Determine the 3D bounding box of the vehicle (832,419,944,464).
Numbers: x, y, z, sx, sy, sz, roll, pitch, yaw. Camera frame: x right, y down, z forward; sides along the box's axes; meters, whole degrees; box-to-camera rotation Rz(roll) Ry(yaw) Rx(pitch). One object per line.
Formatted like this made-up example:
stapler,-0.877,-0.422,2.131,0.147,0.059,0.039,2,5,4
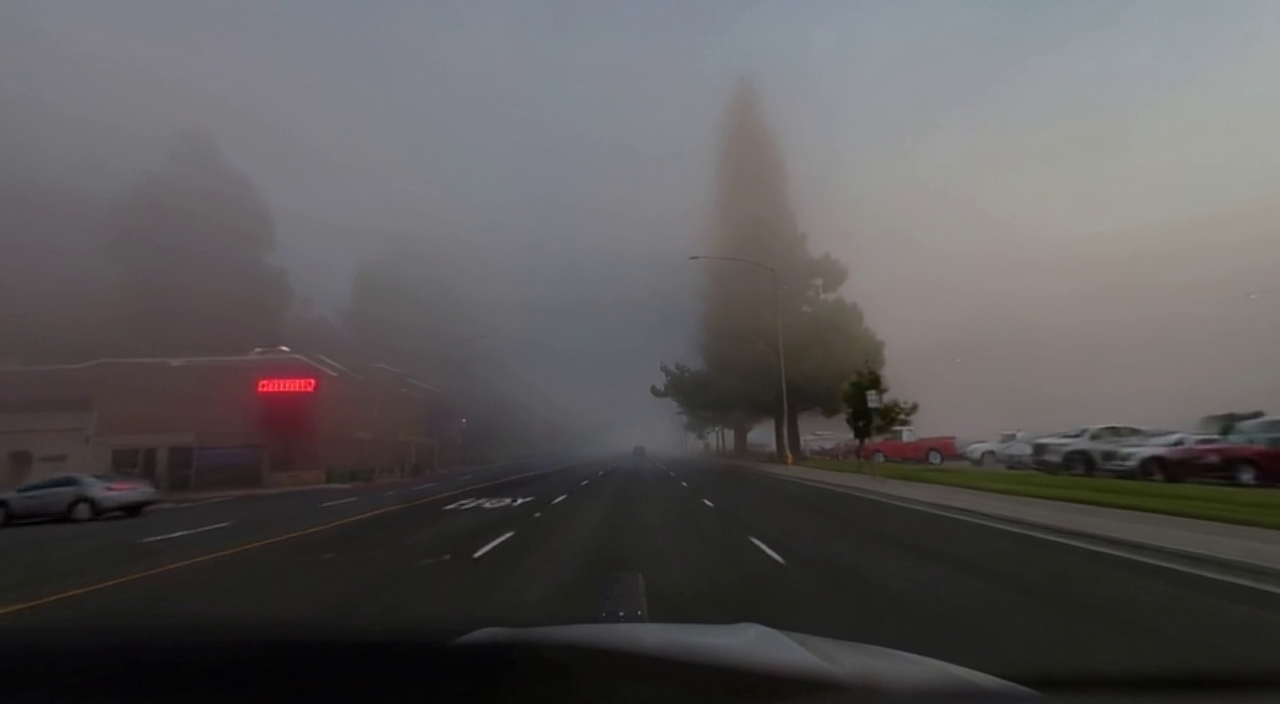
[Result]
vehicle,15.356,5.580,39.370,5.797,2.052,2.329,-6,-8,-1

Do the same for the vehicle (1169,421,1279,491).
vehicle,15.762,2.472,15.175,4.212,1.537,2.044,0,-8,0

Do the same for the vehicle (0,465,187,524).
vehicle,-16.828,4.229,18.976,4.752,1.523,2.123,0,-8,-2
